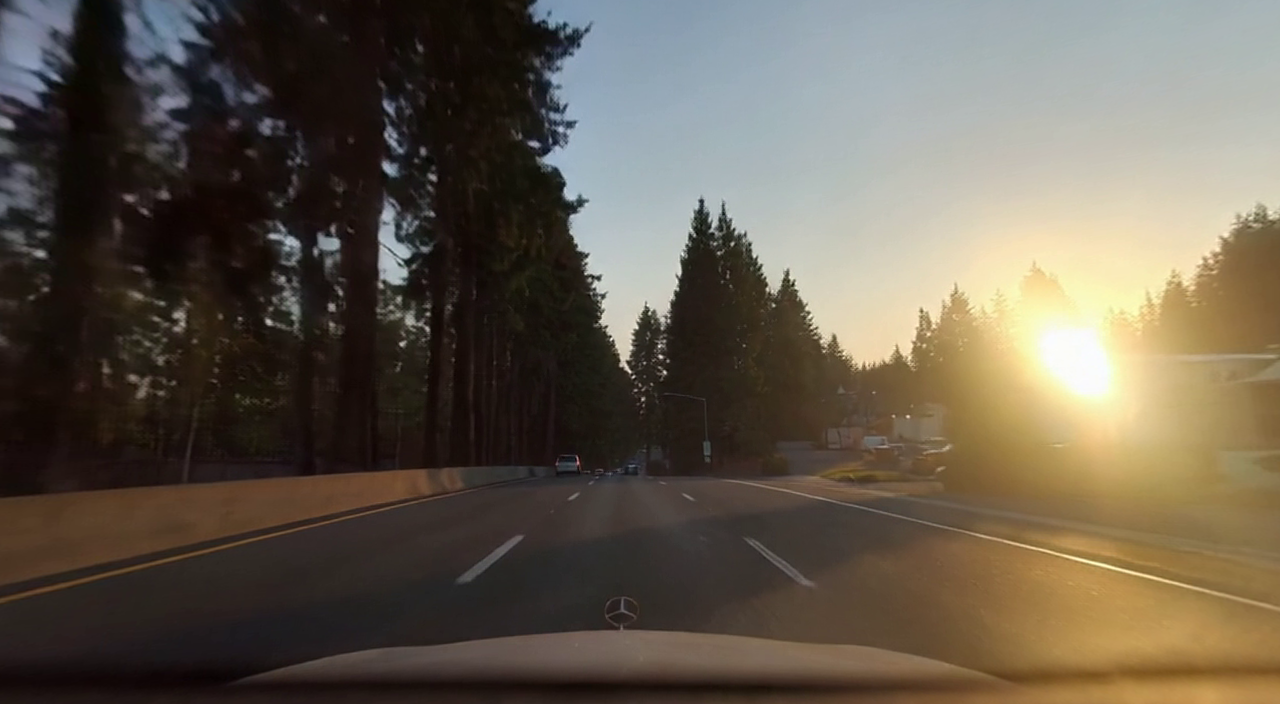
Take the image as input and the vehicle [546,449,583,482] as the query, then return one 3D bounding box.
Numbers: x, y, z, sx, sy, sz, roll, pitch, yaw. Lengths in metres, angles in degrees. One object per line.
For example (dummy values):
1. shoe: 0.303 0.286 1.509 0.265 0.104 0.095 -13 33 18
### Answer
1. vehicle: -5.559 8.418 47.168 2.323 2.252 4.808 0 -9 -2
